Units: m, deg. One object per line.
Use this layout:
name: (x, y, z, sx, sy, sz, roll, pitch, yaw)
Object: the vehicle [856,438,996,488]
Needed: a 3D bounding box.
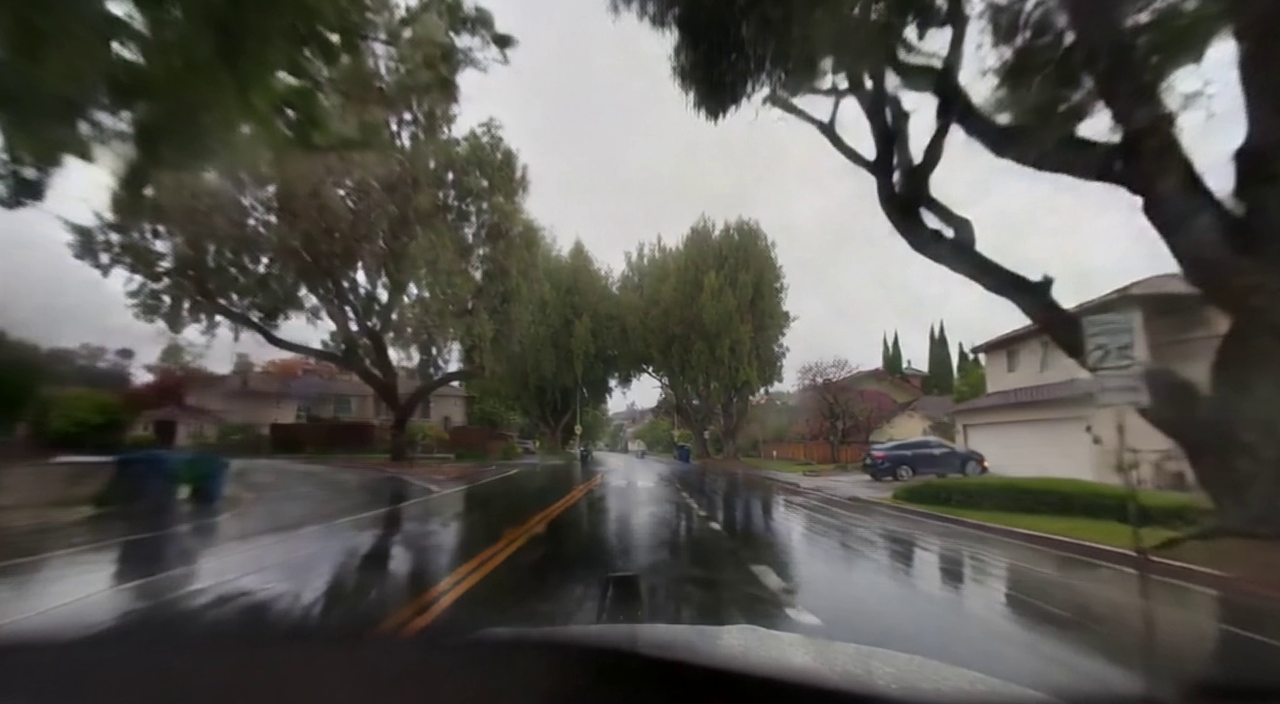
vehicle: (10.962, 4.260, 24.493, 4.453, 1.590, 1.861, -3, -6, 2)
